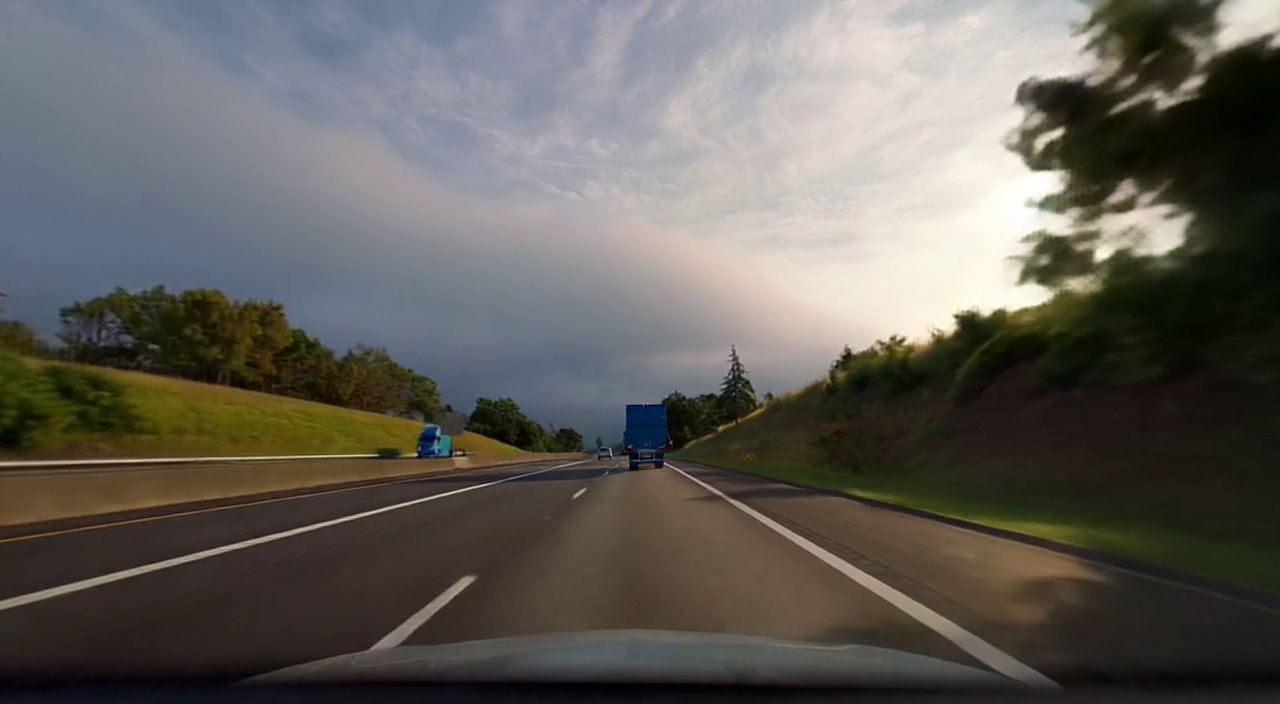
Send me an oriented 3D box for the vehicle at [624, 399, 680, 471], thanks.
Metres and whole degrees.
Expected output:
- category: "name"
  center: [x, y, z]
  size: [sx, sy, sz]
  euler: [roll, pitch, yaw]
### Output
- category: "vehicle"
  center: [0.535, 5.503, 40.916]
  size: [3.055, 4.009, 10.972]
  euler: [0, -9, -2]
